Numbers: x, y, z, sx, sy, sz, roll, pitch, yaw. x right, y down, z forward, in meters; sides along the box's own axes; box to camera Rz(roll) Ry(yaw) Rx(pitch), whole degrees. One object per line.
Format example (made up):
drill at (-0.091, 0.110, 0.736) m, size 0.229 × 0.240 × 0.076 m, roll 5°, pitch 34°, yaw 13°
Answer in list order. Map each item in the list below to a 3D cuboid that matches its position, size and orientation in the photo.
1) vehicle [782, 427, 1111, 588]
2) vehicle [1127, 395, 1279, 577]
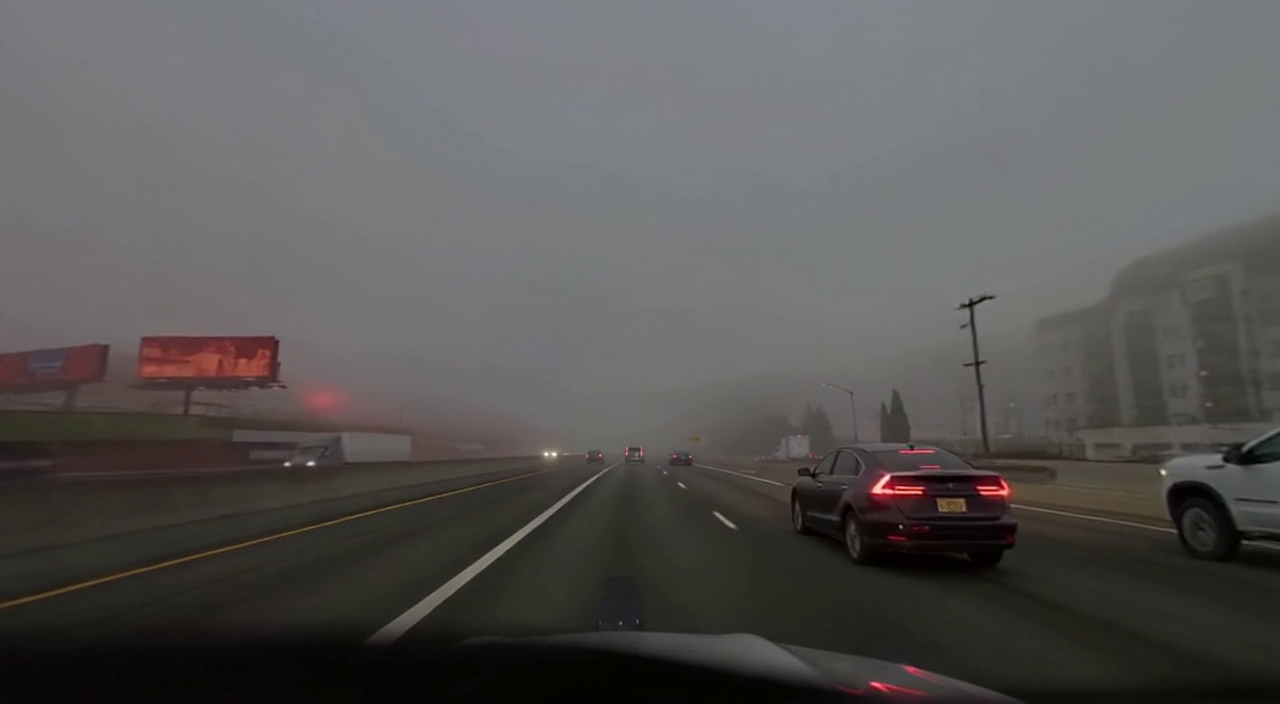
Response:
vehicle at (3.445, 1.848, 8.342) m, size 1.987 × 1.509 × 4.512 m, roll 0°, pitch -9°, yaw -1°
vehicle at (7.461, 1.229, 5.686) m, size 2.176 × 1.793 × 4.841 m, roll 0°, pitch -9°, yaw -1°
